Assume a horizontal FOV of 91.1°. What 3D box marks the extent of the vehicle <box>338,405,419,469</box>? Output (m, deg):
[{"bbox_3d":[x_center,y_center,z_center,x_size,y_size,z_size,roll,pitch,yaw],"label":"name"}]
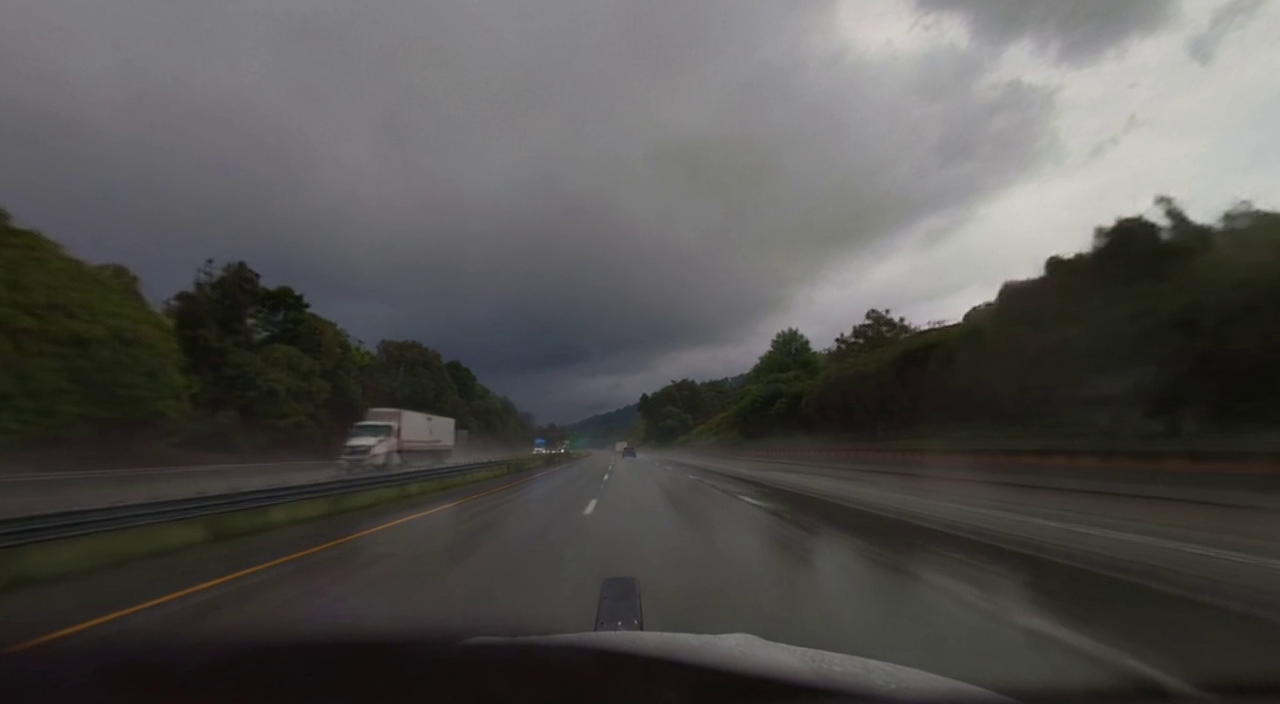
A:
[{"bbox_3d":[-17.324,5.752,42.160,2.993,3.952,5.880,0,-9,-2],"label":"vehicle"}]
